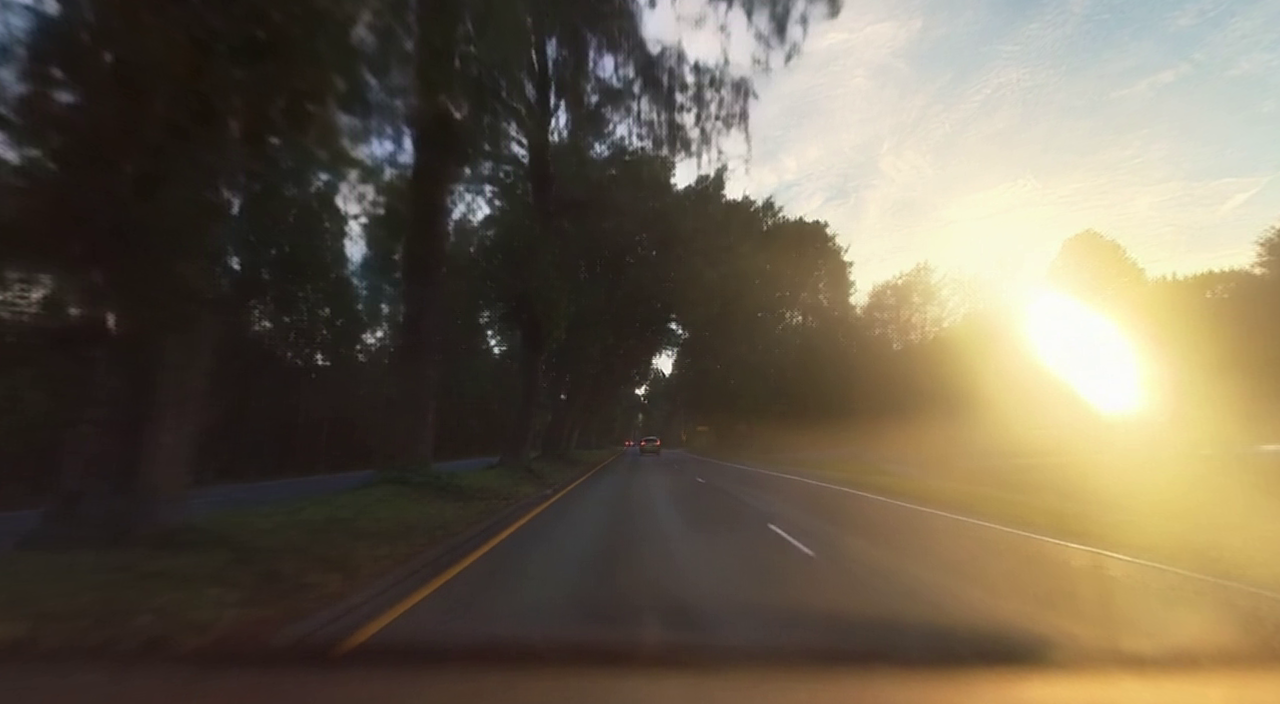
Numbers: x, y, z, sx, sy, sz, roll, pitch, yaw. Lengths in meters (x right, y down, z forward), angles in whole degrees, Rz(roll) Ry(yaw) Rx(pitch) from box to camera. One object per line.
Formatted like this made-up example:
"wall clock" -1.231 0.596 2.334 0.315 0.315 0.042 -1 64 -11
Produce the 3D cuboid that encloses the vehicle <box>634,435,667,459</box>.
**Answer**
"vehicle" 0.744 7.283 48.282 2.183 1.744 4.424 0 -9 -4
